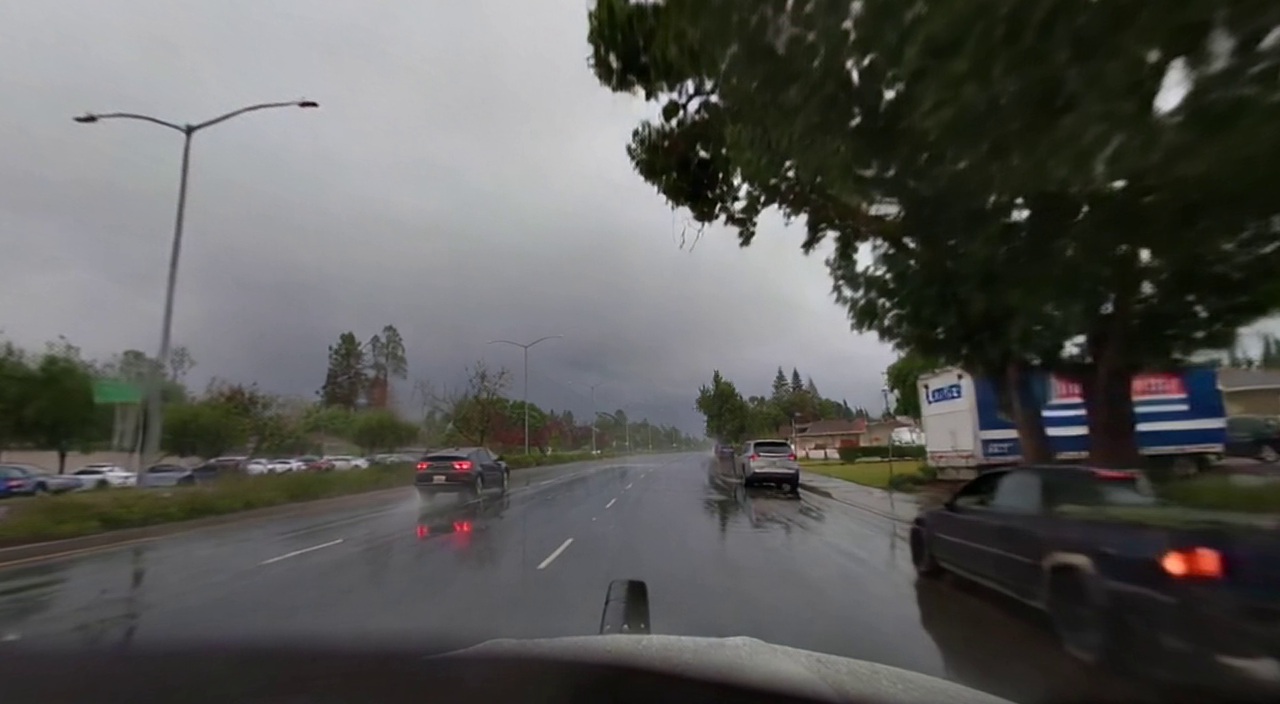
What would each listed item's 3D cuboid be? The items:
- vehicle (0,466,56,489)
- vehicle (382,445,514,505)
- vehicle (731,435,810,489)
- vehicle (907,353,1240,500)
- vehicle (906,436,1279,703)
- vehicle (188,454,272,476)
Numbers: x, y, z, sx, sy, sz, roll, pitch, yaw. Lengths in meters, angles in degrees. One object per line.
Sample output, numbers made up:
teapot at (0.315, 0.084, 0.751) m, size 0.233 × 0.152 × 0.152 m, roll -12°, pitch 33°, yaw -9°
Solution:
vehicle at (-43.083, 8.623, 43.024) m, size 4.227 × 1.397 × 1.828 m, roll -1°, pitch -10°, yaw -12°
vehicle at (-5.256, 3.403, 18.050) m, size 2.060 × 1.473 × 4.645 m, roll 0°, pitch -8°, yaw 4°
vehicle at (4.547, 3.901, 22.700) m, size 2.064 × 1.697 × 4.718 m, roll 0°, pitch -8°, yaw 3°
vehicle at (11.701, 2.044, 17.434) m, size 7.138 × 3.310 × 2.943 m, roll -2°, pitch -9°, yaw -10°
vehicle at (3.790, 1.356, 4.651) m, size 1.849 × 1.393 × 4.377 m, roll 0°, pitch -8°, yaw 2°
vehicle at (-28.976, 7.999, 44.697) m, size 4.481 × 1.441 × 1.960 m, roll 2°, pitch -9°, yaw -8°
